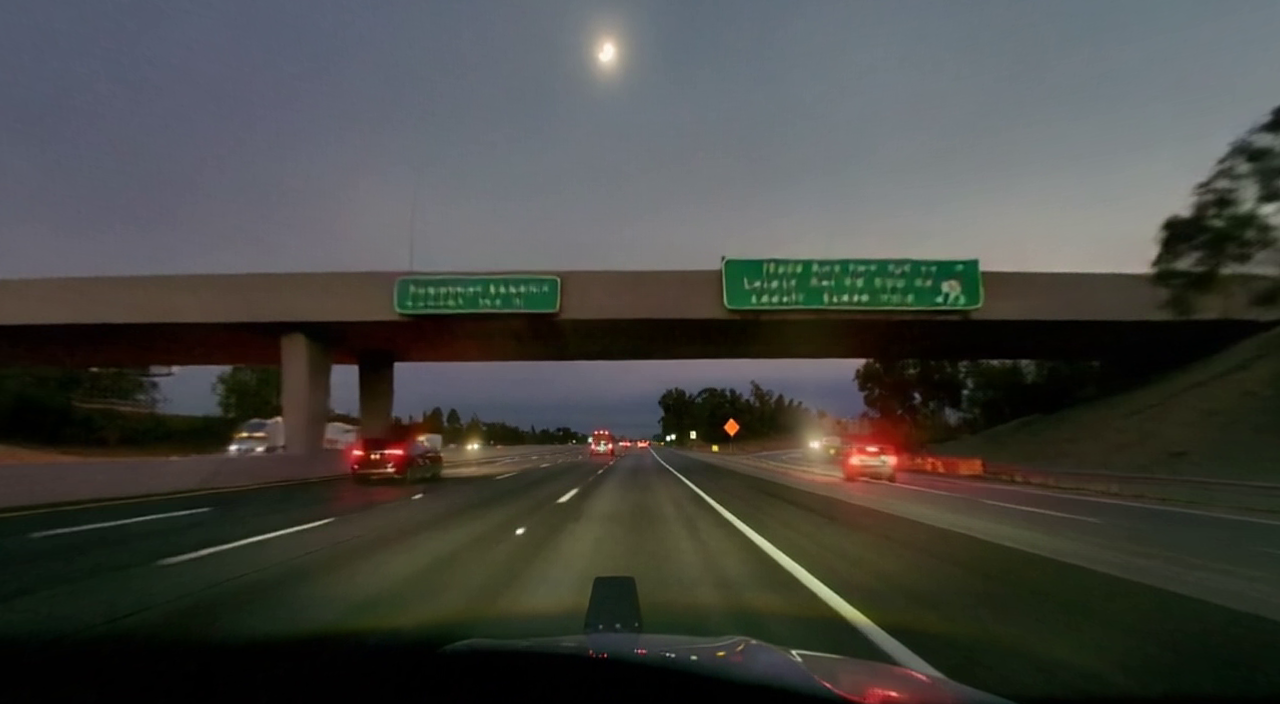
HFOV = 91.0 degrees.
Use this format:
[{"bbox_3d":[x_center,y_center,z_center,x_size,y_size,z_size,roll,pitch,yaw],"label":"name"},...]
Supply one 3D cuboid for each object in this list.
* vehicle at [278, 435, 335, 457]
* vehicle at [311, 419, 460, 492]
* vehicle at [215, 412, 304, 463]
[{"bbox_3d":[-25.670,7.301,48.620,1.832,1.611,4.353,0,-9,3],"label":"vehicle"},{"bbox_3d":[-7.014,2.917,18.086,2.103,1.775,4.966,0,-8,1],"label":"vehicle"},{"bbox_3d":[-29.896,6.776,49.814,3.023,3.710,5.853,0,-8,3],"label":"vehicle"}]
